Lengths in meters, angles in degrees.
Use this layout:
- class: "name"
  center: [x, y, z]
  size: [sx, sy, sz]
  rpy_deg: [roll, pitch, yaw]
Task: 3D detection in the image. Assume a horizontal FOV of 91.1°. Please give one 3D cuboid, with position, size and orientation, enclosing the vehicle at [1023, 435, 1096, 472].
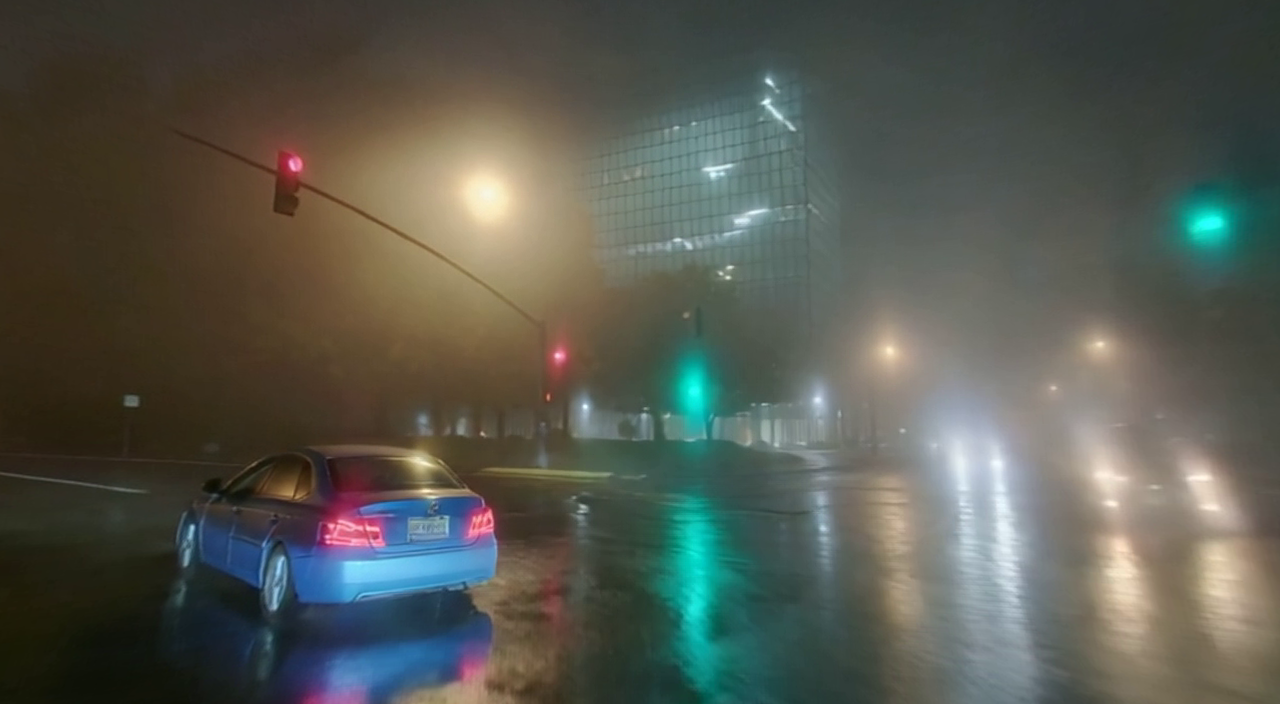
- class: "vehicle"
  center: [17.938, 4.334, 27.045]
  size: [1.973, 1.456, 4.287]
  rpy_deg: [-4, -9, 26]

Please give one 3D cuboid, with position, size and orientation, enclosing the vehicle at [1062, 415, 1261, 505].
- class: "vehicle"
  center: [11.675, 2.432, 14.558]
  size: [2.018, 1.699, 4.751]
  rpy_deg: [-3, -9, 21]

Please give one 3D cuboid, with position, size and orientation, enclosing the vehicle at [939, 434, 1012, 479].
- class: "vehicle"
  center: [12.369, 3.837, 23.290]
  size: [2.068, 1.486, 4.664]
  rpy_deg: [-4, -10, 27]
